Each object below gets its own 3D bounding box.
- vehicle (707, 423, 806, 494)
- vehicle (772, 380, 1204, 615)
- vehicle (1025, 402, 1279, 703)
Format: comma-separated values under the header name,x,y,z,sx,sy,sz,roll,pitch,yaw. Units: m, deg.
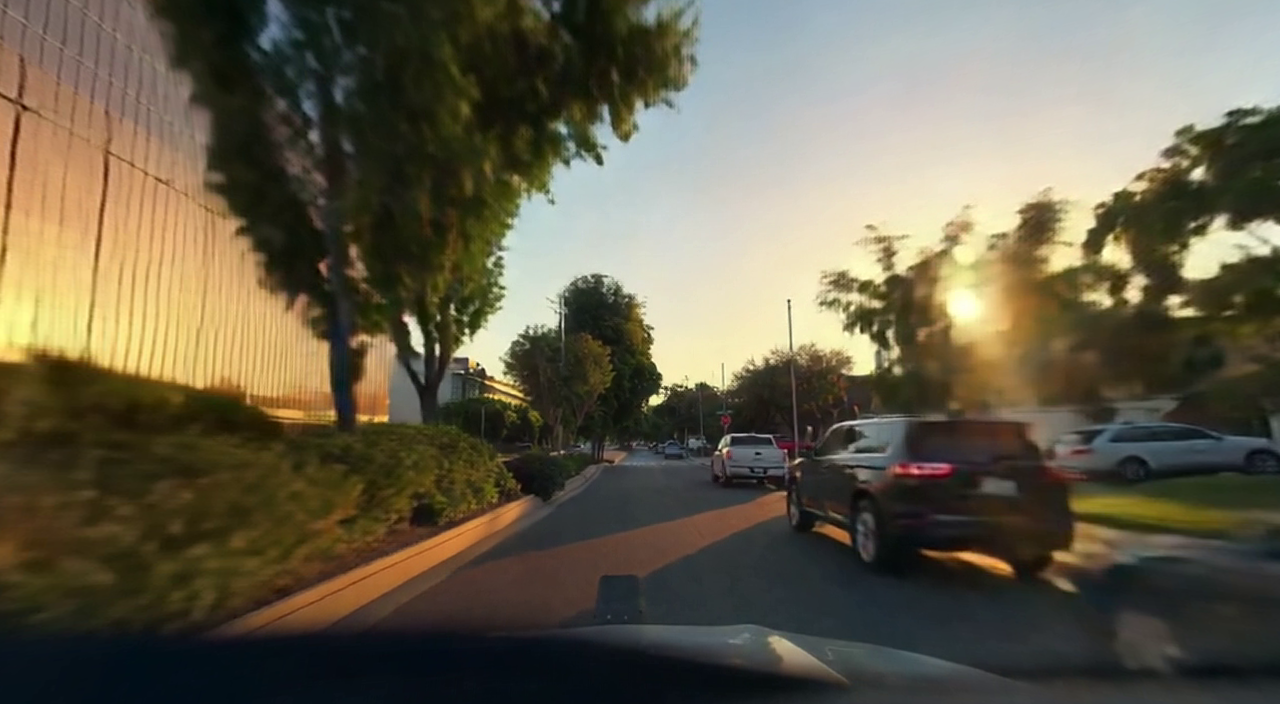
name,x,y,z,sx,sy,sz,roll,pitch,yaw
vehicle,3.266,3.113,18.687,2.067,1.846,4.384,0,-8,0
vehicle,3.162,1.458,7.266,2.150,1.770,4.801,0,-9,-1
vehicle,3.185,0.793,1.503,1.848,1.442,4.425,0,-8,2
